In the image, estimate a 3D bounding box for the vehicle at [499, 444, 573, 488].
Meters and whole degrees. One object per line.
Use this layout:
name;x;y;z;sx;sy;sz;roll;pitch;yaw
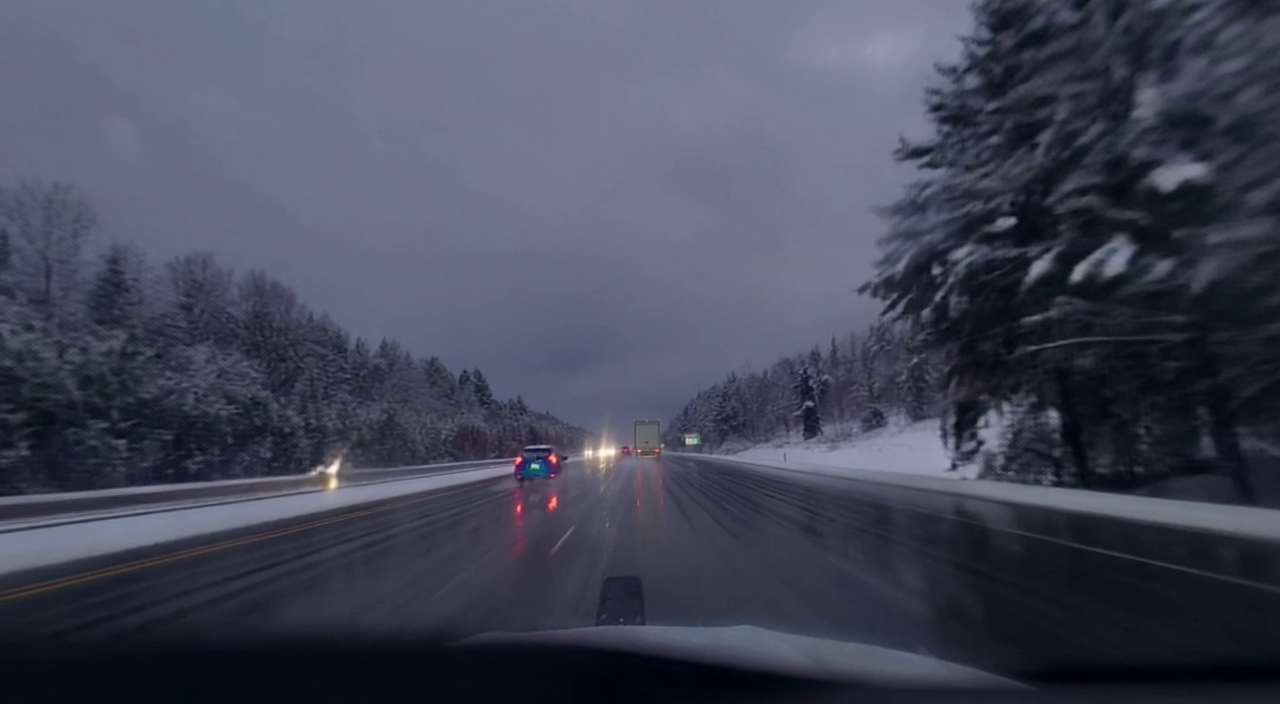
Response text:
vehicle;-3.960;4.453;24.964;1.999;1.533;4.870;-1;-9;1
